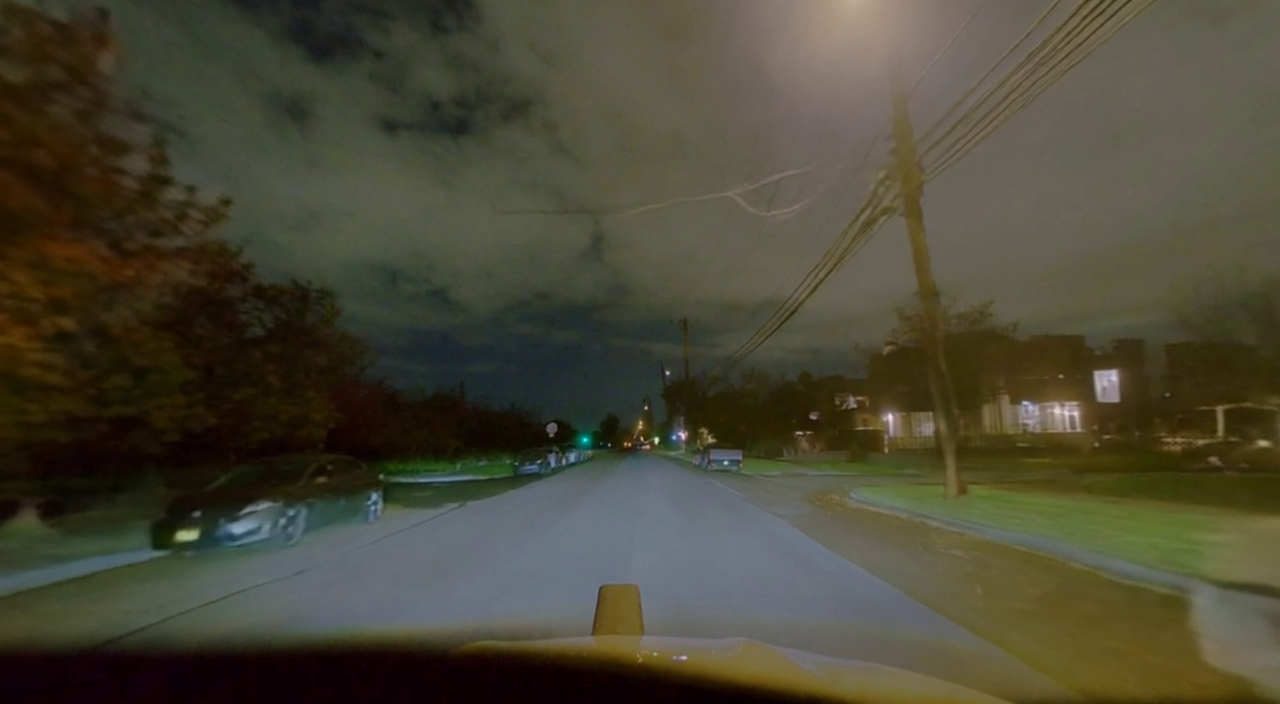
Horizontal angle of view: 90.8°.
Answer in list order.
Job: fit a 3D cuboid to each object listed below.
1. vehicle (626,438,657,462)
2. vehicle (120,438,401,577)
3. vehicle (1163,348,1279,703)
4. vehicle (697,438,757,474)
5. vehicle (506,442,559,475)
[{"bbox_3d":[0.081,6.764,43.605,2.062,1.509,4.305,0,-8,-1],"label":"vehicle"},{"bbox_3d":[-5.958,2.388,10.843,1.769,1.572,4.990,-4,-6,0],"label":"vehicle"},{"bbox_3d":[3.842,0.600,1.088,2.108,1.719,4.339,0,-8,0],"label":"vehicle"},{"bbox_3d":[4.081,4.927,30.366,2.144,1.572,5.026,0,-8,0],"label":"vehicle"},{"bbox_3d":[-5.984,5.967,35.806,2.094,1.433,5.740,-4,-7,-2],"label":"vehicle"}]
